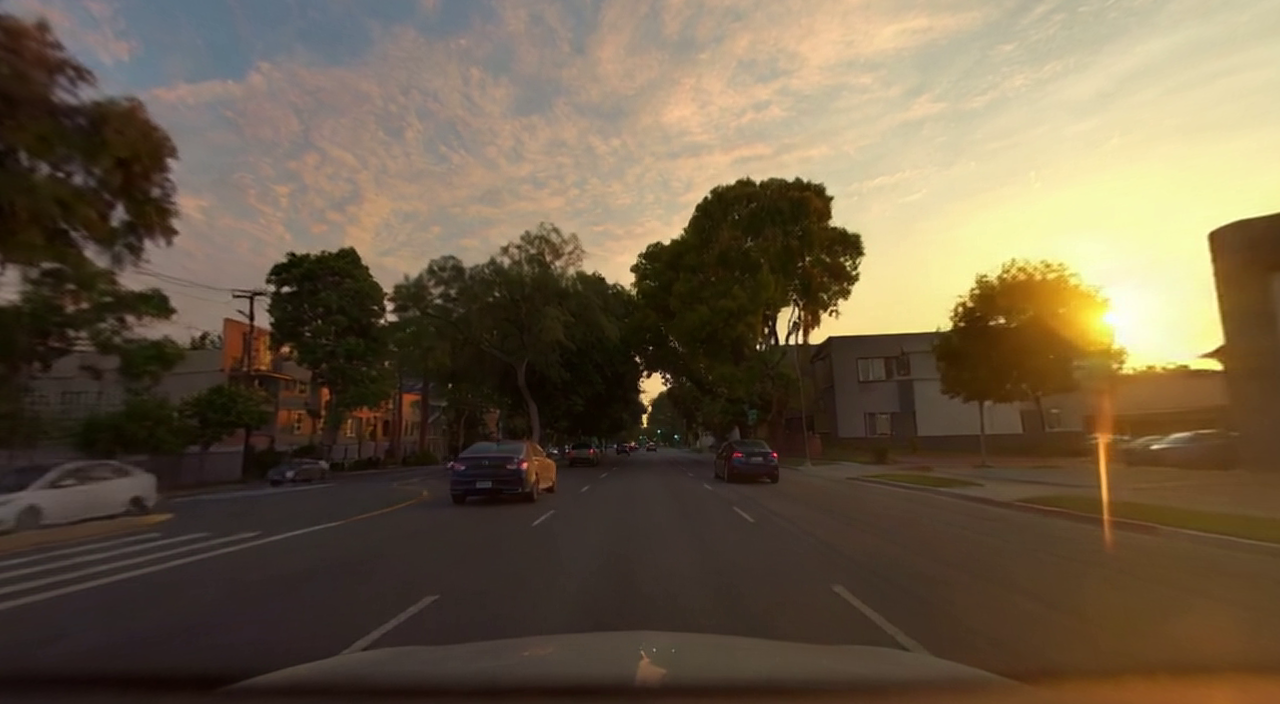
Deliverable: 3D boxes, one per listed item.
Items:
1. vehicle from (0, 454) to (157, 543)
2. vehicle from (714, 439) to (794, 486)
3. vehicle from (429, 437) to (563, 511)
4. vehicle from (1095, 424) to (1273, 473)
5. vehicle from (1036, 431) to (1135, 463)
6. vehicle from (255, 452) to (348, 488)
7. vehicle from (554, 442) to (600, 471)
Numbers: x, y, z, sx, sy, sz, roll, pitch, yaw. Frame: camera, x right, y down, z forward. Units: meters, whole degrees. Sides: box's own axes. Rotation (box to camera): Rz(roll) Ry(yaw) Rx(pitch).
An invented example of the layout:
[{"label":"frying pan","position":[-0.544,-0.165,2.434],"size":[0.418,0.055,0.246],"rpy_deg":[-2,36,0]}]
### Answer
[{"label":"vehicle","position":[-12.457,2.879,12.760],"size":[1.868,1.522,4.326],"rpy_deg":[0,-8,1]},{"label":"vehicle","position":[3.867,3.836,22.214],"size":[2.010,1.486,4.498],"rpy_deg":[0,-8,0]},{"label":"vehicle","position":[-3.192,2.805,15.017],"size":[2.053,1.480,4.381],"rpy_deg":[0,-8,1]},{"label":"vehicle","position":[18.060,3.260,21.281],"size":[1.843,1.484,4.526],"rpy_deg":[0,-9,-2]},{"label":"vehicle","position":[24.089,5.138,34.295],"size":[1.754,1.461,4.491],"rpy_deg":[-3,-8,-6]},{"label":"vehicle","position":[-19.186,6.653,36.043],"size":[2.240,1.805,5.313],"rpy_deg":[0,-8,2]},{"label":"vehicle","position":[-3.451,5.858,35.487],"size":[1.988,1.497,4.404],"rpy_deg":[0,-8,2]}]
